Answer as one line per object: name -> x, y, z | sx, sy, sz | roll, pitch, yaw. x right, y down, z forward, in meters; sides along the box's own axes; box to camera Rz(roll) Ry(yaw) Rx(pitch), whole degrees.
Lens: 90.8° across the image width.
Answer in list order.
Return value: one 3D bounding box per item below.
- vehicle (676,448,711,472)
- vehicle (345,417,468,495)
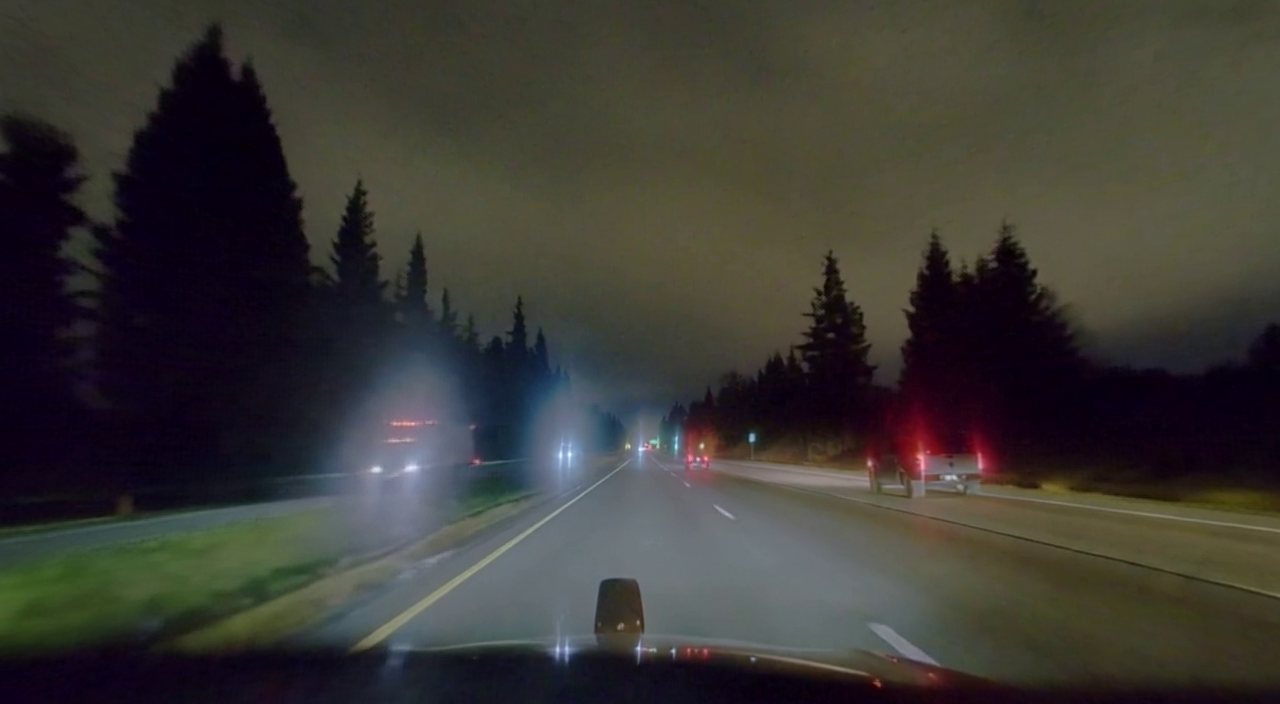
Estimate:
vehicle -> 3.712, 7.605, 44.528 | 2.013, 1.584, 3.995 | 0, -9, -1
vehicle -> -12.242, 5.610, 34.332 | 2.922, 3.619, 9.476 | 0, -9, 1
